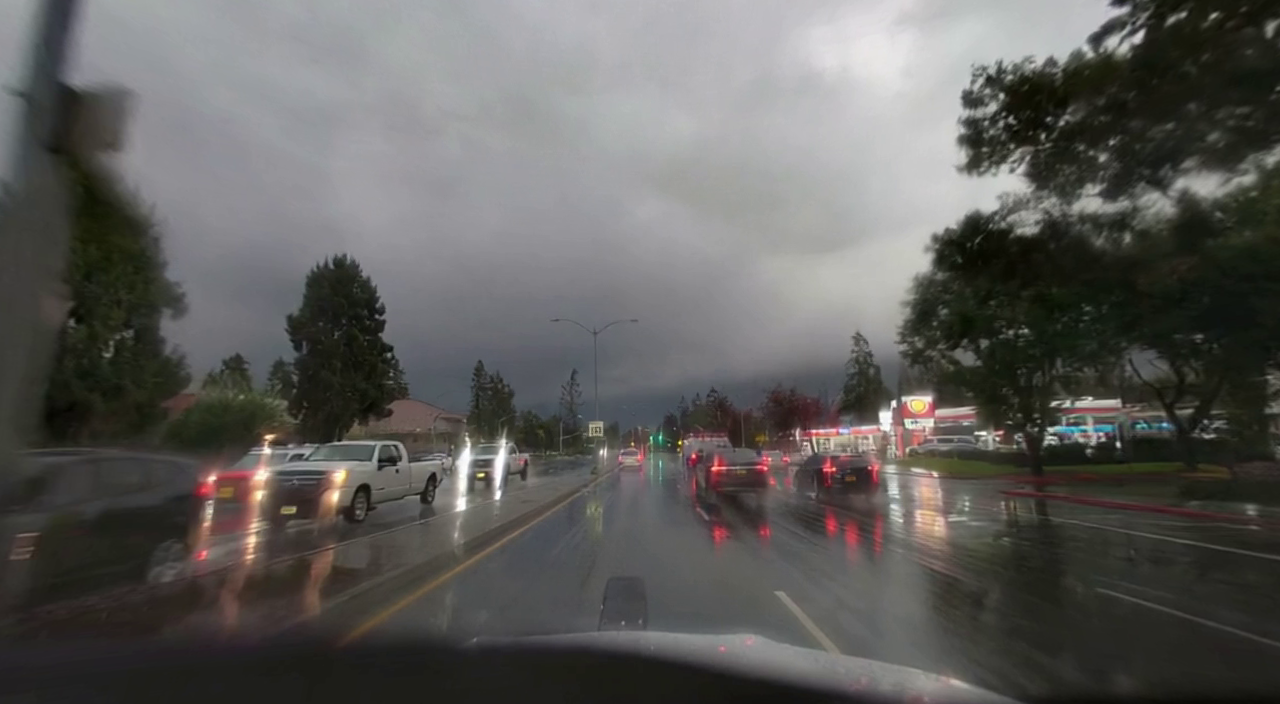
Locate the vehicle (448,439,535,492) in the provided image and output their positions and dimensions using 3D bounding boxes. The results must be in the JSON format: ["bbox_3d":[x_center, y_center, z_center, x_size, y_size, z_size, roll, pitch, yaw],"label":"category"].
[{"bbox_3d":[-5.499,4.267,24.042,2.016,1.770,5.300,0,-8,0],"label":"vehicle"}]

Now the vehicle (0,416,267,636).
[{"bbox_3d":[-5.605,1.423,5.519,1.963,1.576,4.385,-2,-8,0],"label":"vehicle"}]

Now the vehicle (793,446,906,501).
[{"bbox_3d":[6.288,3.670,19.466,1.918,1.484,4.456,0,-8,-1],"label":"vehicle"}]

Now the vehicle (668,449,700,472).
[{"bbox_3d":[2.966,7.462,43.467,1.877,1.502,3.958,0,-8,-1],"label":"vehicle"}]

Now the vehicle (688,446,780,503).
[{"bbox_3d":[2.664,3.573,18.820,1.971,1.479,4.493,0,-8,-1],"label":"vehicle"}]

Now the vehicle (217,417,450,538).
[{"bbox_3d":[-5.697,2.382,12.701,2.187,1.868,5.181,-2,-8,-1],"label":"vehicle"}]
